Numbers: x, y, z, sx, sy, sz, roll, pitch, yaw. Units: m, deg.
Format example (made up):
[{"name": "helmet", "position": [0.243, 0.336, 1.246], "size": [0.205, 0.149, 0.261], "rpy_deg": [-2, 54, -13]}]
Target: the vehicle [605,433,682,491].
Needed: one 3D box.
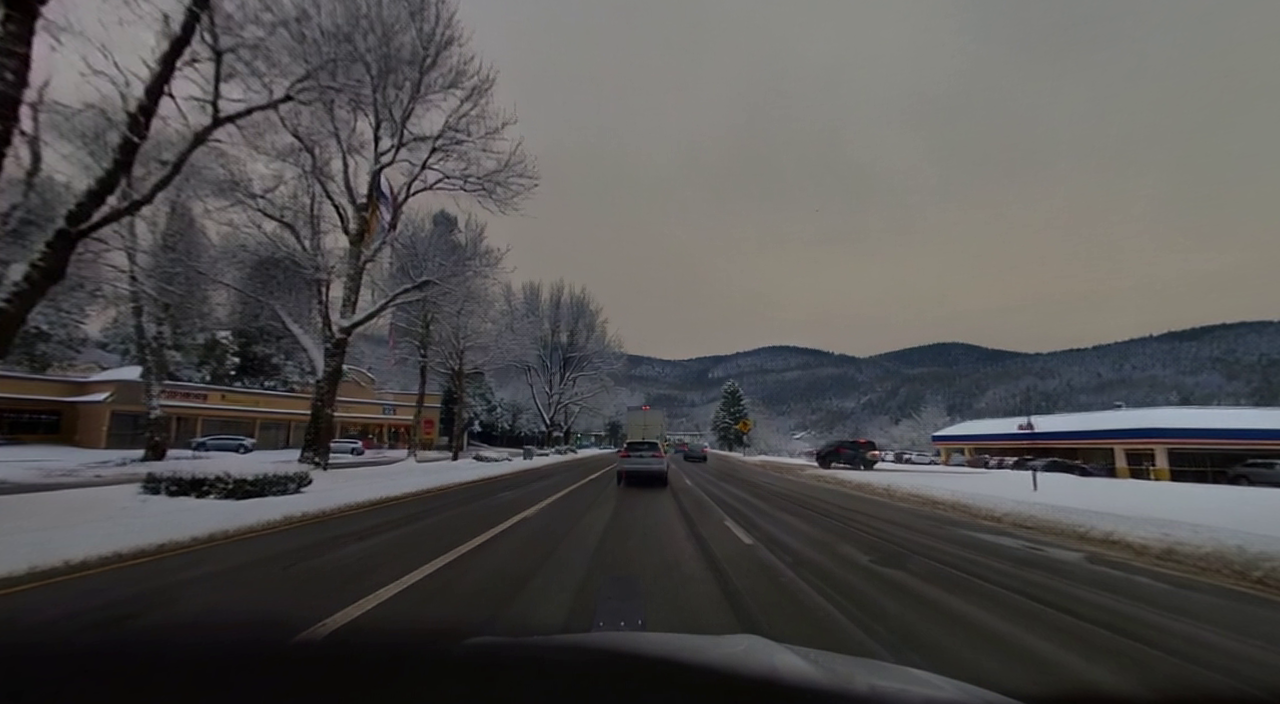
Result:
[{"name": "vehicle", "position": [0.112, 3.455, 20.000], "size": [2.193, 1.651, 3.946], "rpy_deg": [0, -8, 0]}]

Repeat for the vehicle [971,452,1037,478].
[{"name": "vehicle", "position": [27.325, 8.446, 47.268], "size": [2.108, 1.735, 4.476], "rpy_deg": [1, -8, -3]}]

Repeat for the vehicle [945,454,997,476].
[{"name": "vehicle", "position": [24.752, 8.429, 47.056], "size": [1.751, 1.439, 3.847], "rpy_deg": [0, -8, -1]}]

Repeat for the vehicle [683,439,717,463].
[{"name": "vehicle", "position": [4.376, 7.327, 46.477], "size": [2.088, 1.655, 4.360], "rpy_deg": [0, -8, 0]}]

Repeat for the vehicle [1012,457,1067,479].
[{"name": "vehicle", "position": [30.167, 8.753, 47.501], "size": [1.745, 1.464, 3.716], "rpy_deg": [0, -8, 0]}]

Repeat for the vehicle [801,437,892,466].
[{"name": "vehicle", "position": [12.632, 6.103, 38.660], "size": [4.887, 1.734, 2.014], "rpy_deg": [0, -8, 2]}]

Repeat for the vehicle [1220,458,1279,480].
[{"name": "vehicle", "position": [46.641, 8.802, 47.456], "size": [1.891, 1.495, 4.028], "rpy_deg": [0, -9, 4]}]

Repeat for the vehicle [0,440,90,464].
[{"name": "vehicle", "position": [-36.591, 6.137, 38.635], "size": [3.640, 1.447, 1.788], "rpy_deg": [4, -9, -26]}]

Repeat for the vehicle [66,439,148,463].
[{"name": "vehicle", "position": [-35.668, 6.610, 42.134], "size": [3.714, 1.510, 1.917], "rpy_deg": [4, -9, -23]}]
